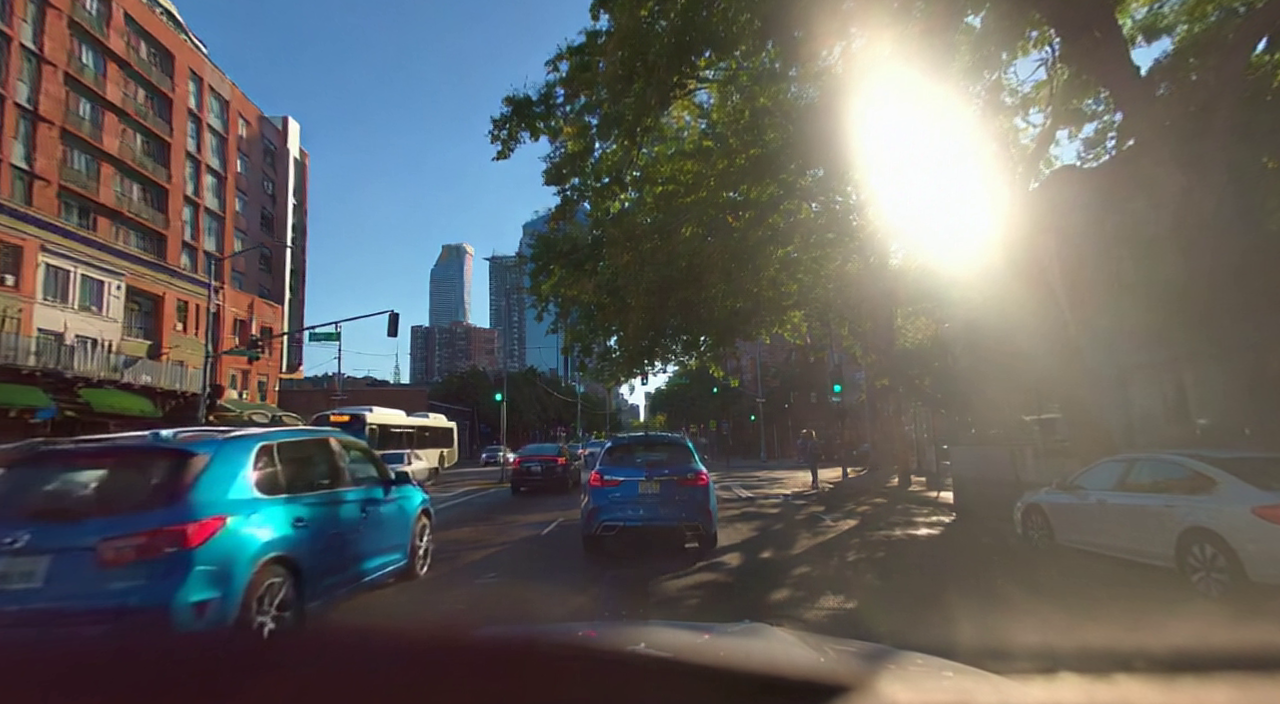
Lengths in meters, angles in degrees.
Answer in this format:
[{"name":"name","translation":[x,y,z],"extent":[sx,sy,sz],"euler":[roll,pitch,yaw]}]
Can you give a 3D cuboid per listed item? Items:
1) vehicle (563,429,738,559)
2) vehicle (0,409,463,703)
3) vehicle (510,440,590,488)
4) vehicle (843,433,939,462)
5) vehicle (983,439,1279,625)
[{"name":"vehicle","translation":[0.088,1.914,9.131],"extent":[2.022,1.481,3.564],"euler":[0,-9,-1]},{"name":"vehicle","translation":[-3.115,1.366,5.261],"extent":[1.970,1.492,4.534],"euler":[0,-9,0]},{"name":"vehicle","translation":[-3.009,3.847,22.027],"extent":[2.131,1.486,4.089],"euler":[0,-9,1]},{"name":"vehicle","translation":[16.445,6.283,41.502],"extent":[5.345,1.811,2.175],"euler":[0,-9,-1]},{"name":"vehicle","translation":[5.984,1.710,6.895],"extent":[1.873,1.453,4.579],"euler":[0,-9,0]}]
